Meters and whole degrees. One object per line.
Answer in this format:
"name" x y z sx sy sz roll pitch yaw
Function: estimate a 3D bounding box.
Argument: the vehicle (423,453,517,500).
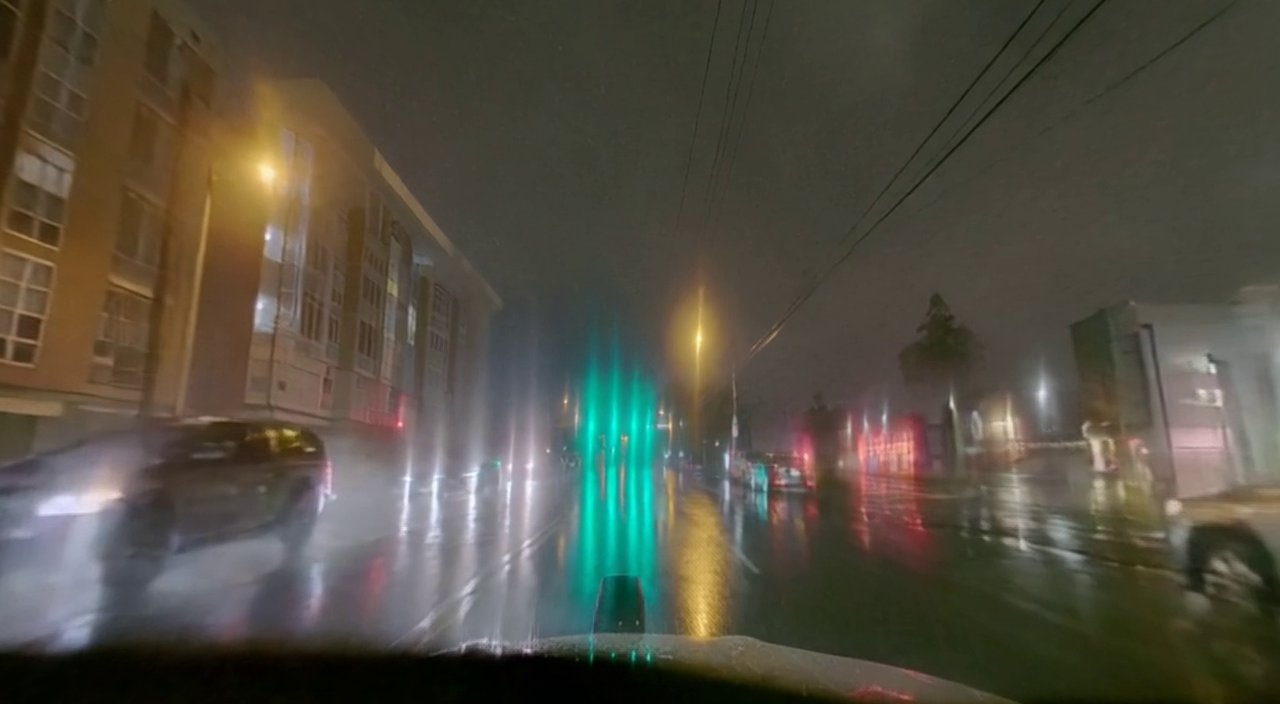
"vehicle" -5.817 4.292 22.201 2.052 1.481 4.248 0 -9 1

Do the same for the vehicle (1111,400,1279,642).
"vehicle" 5.844 1.124 3.798 2.059 1.804 5.182 0 -9 1

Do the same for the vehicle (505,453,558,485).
"vehicle" -5.571 6.054 32.978 1.949 1.533 3.864 0 -9 2

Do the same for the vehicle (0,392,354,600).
"vehicle" -5.816 1.706 8.326 1.937 1.944 4.640 0 -9 -1

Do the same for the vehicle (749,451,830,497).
"vehicle" 5.583 4.590 24.226 1.957 1.572 4.418 0 -9 -1
